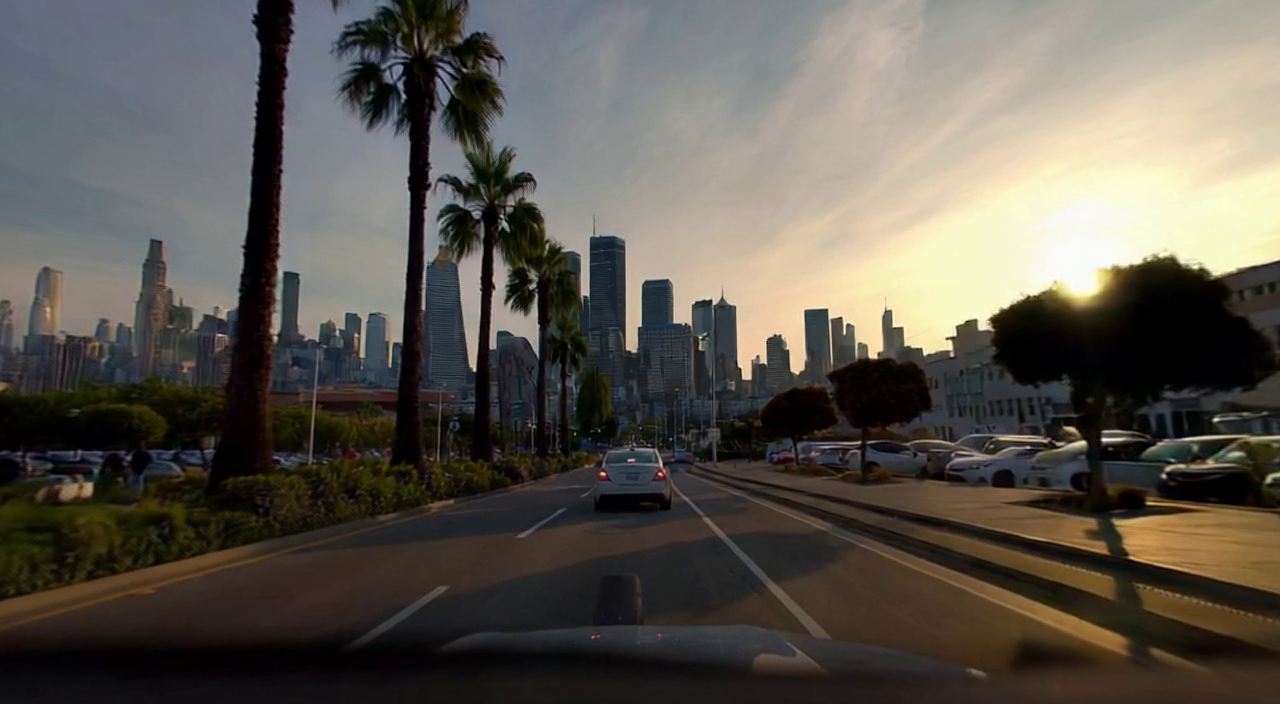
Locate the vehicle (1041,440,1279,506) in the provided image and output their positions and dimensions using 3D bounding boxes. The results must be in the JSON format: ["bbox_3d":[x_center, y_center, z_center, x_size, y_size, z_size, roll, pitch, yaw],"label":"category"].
[{"bbox_3d":[12.866,2.929,15.560,4.363,1.488,2.248,1,-8,-4],"label":"vehicle"}]

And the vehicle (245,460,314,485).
[{"bbox_3d":[-23.327,7.796,40.918,1.860,1.420,4.472,0,-8,0],"label":"vehicle"}]

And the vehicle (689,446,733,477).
[{"bbox_3d":[4.332,6.791,39.284,2.136,1.774,4.778,0,-8,0],"label":"vehicle"}]

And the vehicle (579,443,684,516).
[{"bbox_3d":[-0.168,3.013,15.417,2.235,1.528,3.876,0,-8,1],"label":"vehicle"}]
